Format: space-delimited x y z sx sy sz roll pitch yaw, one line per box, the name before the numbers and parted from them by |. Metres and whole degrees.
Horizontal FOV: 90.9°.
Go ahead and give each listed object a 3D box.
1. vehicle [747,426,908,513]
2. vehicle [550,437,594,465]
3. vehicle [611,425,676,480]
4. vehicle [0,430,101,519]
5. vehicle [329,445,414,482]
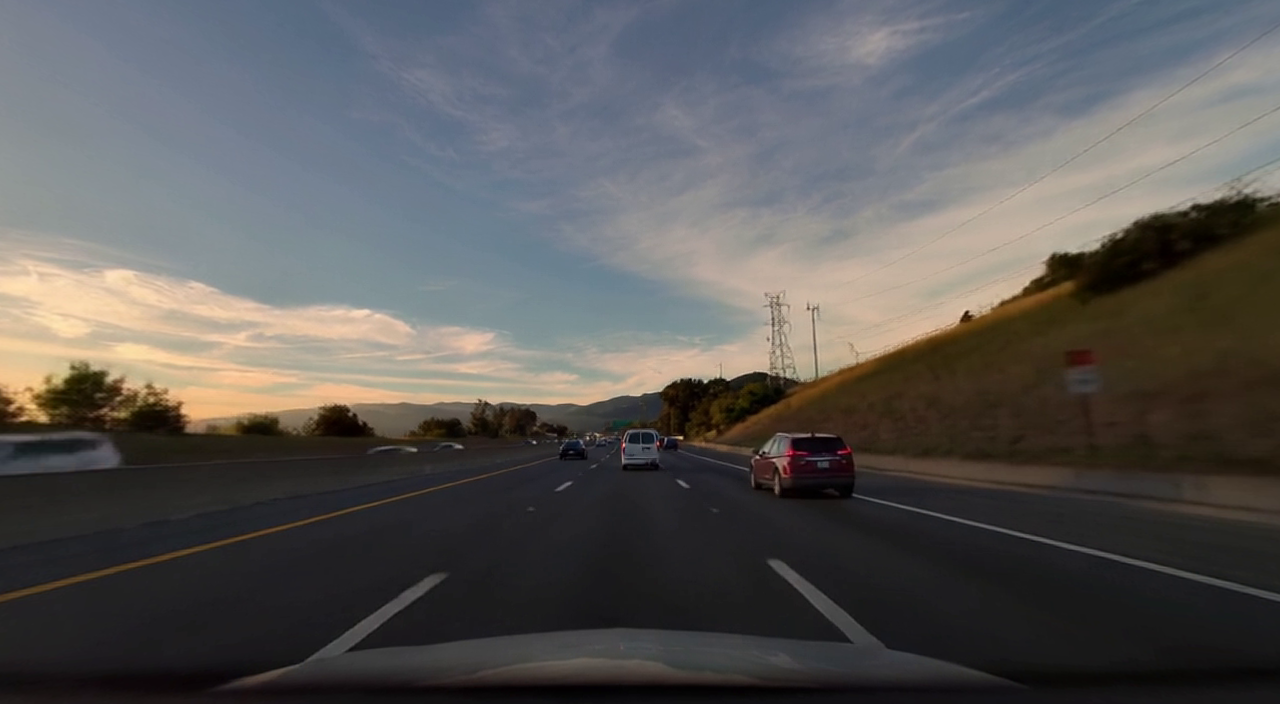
vehicle | 3.821 2.448 13.849 1.923 1.562 4.691 0 -8 -2
vehicle | -3.872 5.721 36.790 2.093 1.517 4.648 0 -8 -1
vehicle | 0.079 3.610 22.985 2.159 1.811 4.238 0 -8 -1
vehicle | -15.357 2.712 13.917 2.338 1.946 5.183 0 -8 -1
vehicle | -12.039 5.011 28.657 1.929 1.465 4.604 0 -8 -1
